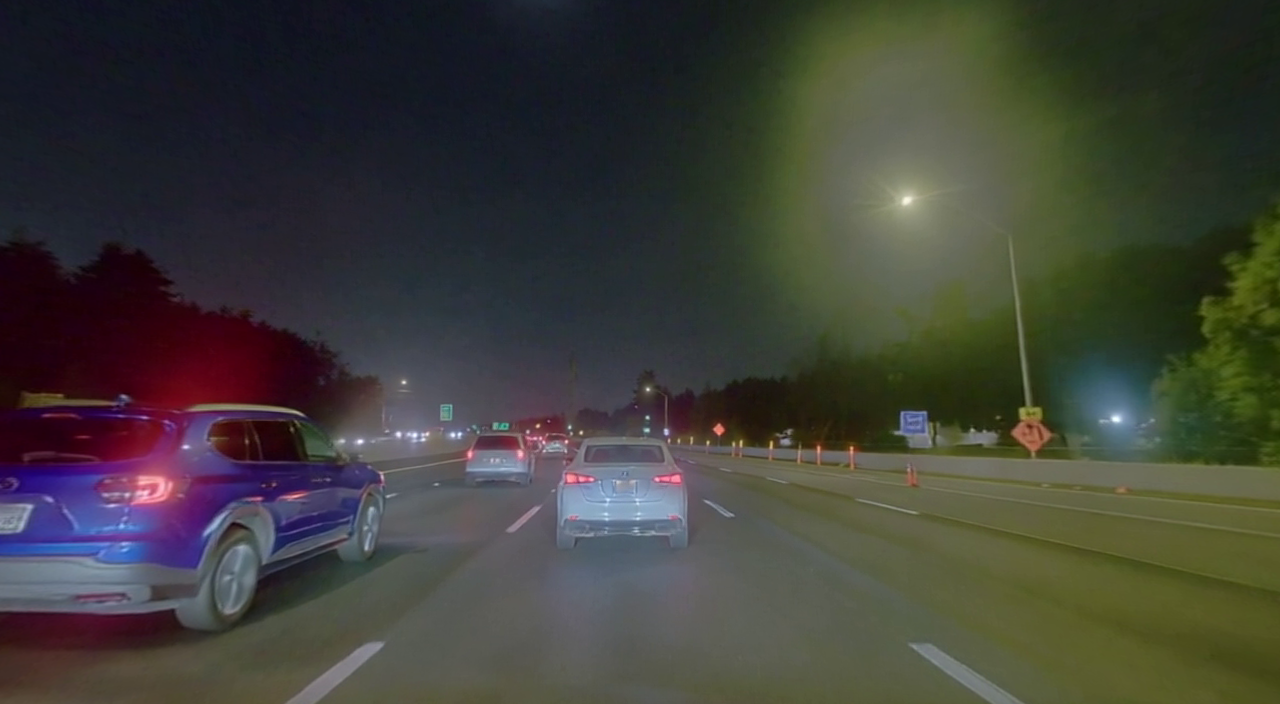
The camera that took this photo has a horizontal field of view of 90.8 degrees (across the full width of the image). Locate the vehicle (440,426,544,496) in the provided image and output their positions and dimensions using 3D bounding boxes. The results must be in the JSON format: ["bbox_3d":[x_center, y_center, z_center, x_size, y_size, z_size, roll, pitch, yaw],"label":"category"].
[{"bbox_3d":[-3.990,3.010,17.805,1.982,1.727,4.057,0,-9,-1],"label":"vehicle"}]

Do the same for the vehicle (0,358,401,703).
[{"bbox_3d":[-3.699,1.177,5.081,2.025,1.708,4.089,0,-9,-2],"label":"vehicle"}]

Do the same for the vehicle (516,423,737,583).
[{"bbox_3d":[-0.196,1.716,8.006,2.069,1.484,3.982,0,-8,-2],"label":"vehicle"}]
